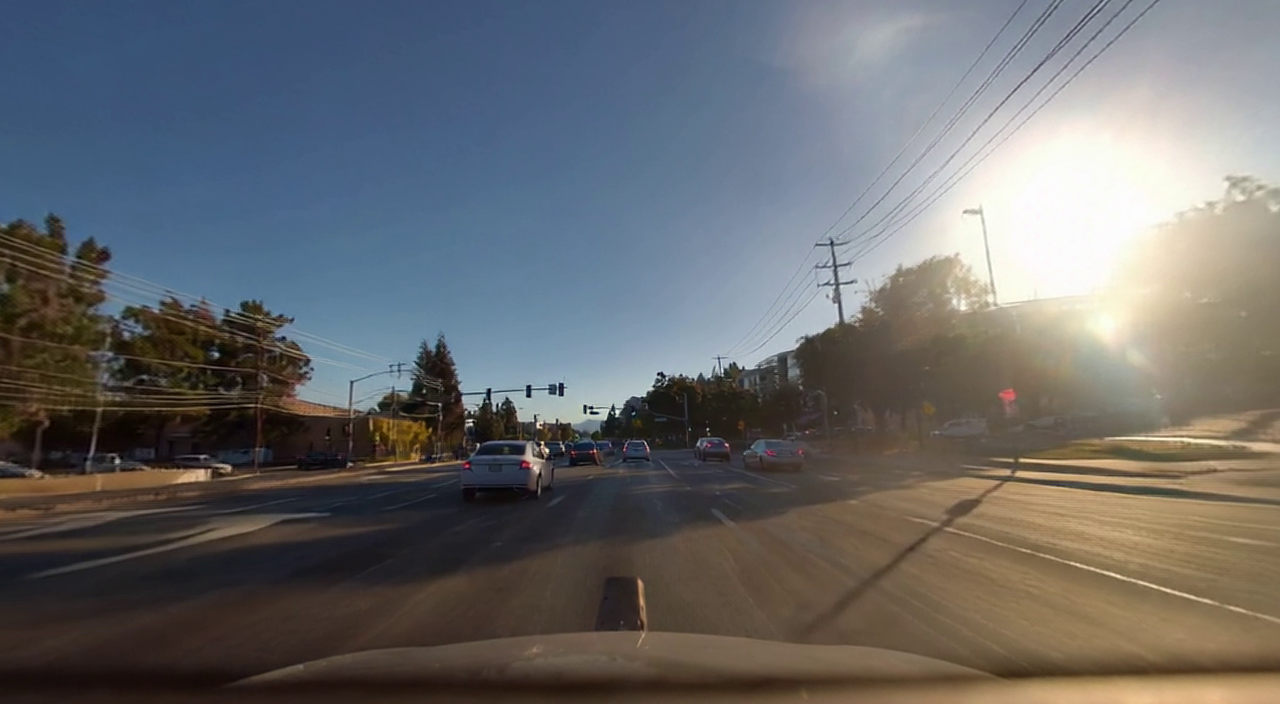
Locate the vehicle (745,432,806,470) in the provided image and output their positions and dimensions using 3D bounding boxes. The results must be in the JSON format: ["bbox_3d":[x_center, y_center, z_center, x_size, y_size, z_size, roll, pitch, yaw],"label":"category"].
[{"bbox_3d":[6.546,4.832,31.053,1.945,1.706,4.190,0,-8,-2],"label":"vehicle"}]

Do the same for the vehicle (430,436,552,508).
[{"bbox_3d":[-3.380,2.791,15.235,1.837,1.463,4.311,0,-8,1],"label":"vehicle"}]

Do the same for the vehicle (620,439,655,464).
[{"bbox_3d":[-0.184,6.273,39.907,2.098,1.431,3.958,0,-8,-1],"label":"vehicle"}]
